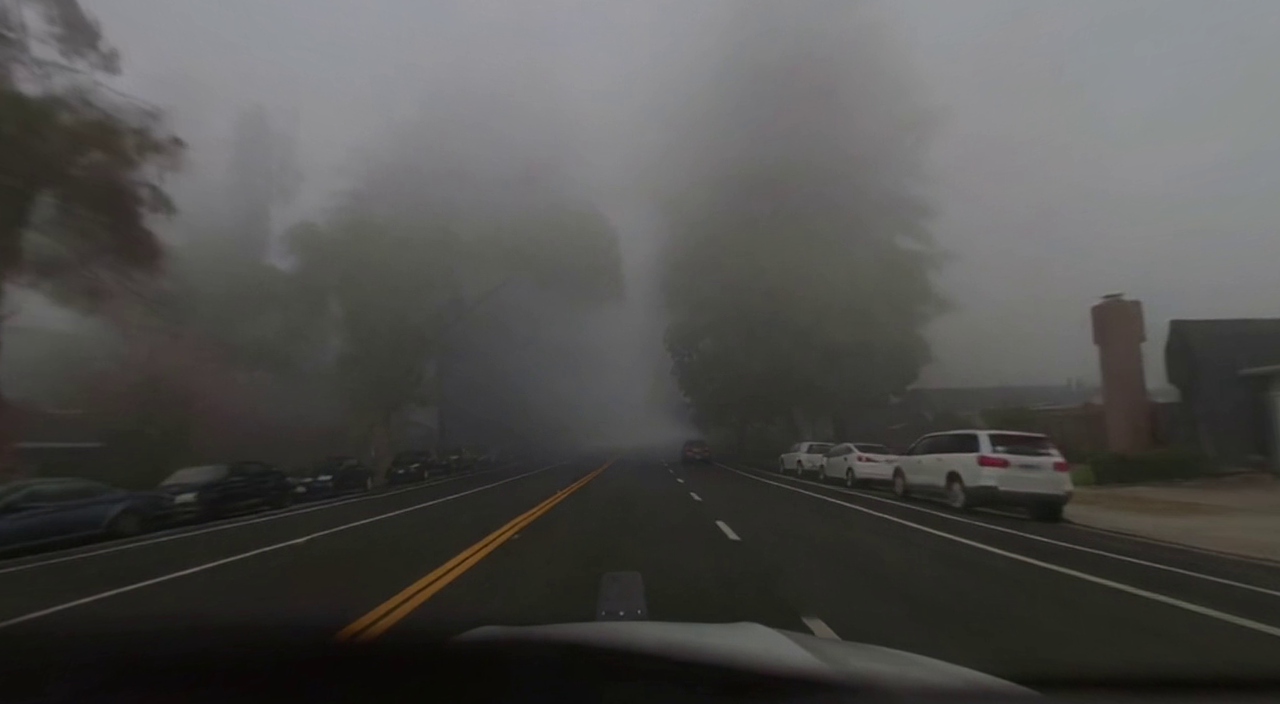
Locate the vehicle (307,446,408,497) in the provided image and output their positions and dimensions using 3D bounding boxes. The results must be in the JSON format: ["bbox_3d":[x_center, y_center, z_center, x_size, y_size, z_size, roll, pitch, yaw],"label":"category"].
[{"bbox_3d":[-11.515,4.858,26.181,2.049,1.848,4.693,0,-8,-1],"label":"vehicle"}]

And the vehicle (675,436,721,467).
[{"bbox_3d":[3.132,5.487,35.061,1.951,1.620,4.582,0,-8,-3],"label":"vehicle"}]

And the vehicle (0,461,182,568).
[{"bbox_3d":[-11.728,3.032,12.242,1.888,1.668,5.052,0,-8,0],"label":"vehicle"}]

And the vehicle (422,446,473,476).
[{"bbox_3d":[-12.233,6.920,40.419,2.032,1.773,4.471,0,-8,-2],"label":"vehicle"}]

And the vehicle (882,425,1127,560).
[{"bbox_3d":[7.260,2.785,13.437,2.081,2.286,4.941,0,-8,-2],"label":"vehicle"}]

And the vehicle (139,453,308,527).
[{"bbox_3d":[-11.608,3.809,18.055,1.921,1.770,4.265,0,-8,-1],"label":"vehicle"}]
